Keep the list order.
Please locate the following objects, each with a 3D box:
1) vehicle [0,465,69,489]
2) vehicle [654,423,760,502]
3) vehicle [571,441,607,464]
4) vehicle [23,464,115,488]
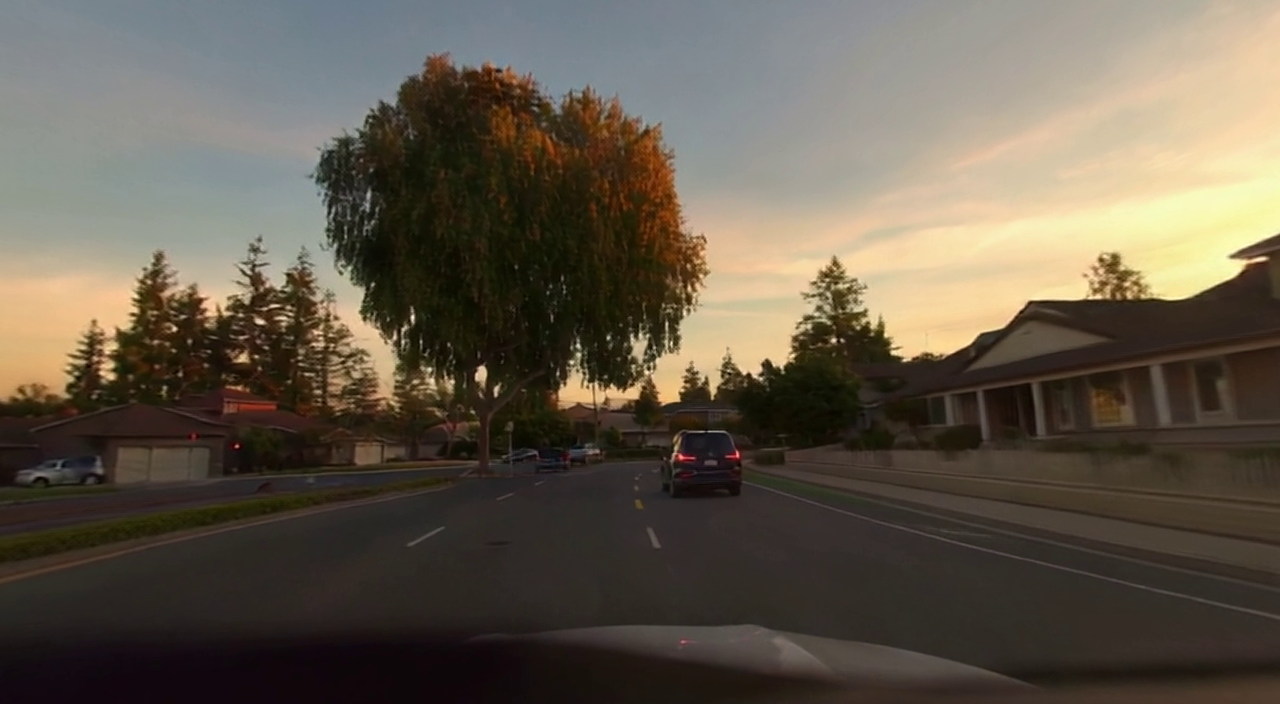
[{"bbox_3d":[-39.624,8.107,40.832,3.339,1.383,1.865,1,-8,-7],"label":"vehicle"},{"bbox_3d":[1.626,2.962,17.246,2.141,1.833,4.704,0,-8,-3],"label":"vehicle"},{"bbox_3d":[-3.956,7.932,49.960,2.063,1.721,4.261,-1,-9,6],"label":"vehicle"},{"bbox_3d":[-39.137,8.503,43.277,4.283,1.478,2.003,0,-9,-4],"label":"vehicle"}]
